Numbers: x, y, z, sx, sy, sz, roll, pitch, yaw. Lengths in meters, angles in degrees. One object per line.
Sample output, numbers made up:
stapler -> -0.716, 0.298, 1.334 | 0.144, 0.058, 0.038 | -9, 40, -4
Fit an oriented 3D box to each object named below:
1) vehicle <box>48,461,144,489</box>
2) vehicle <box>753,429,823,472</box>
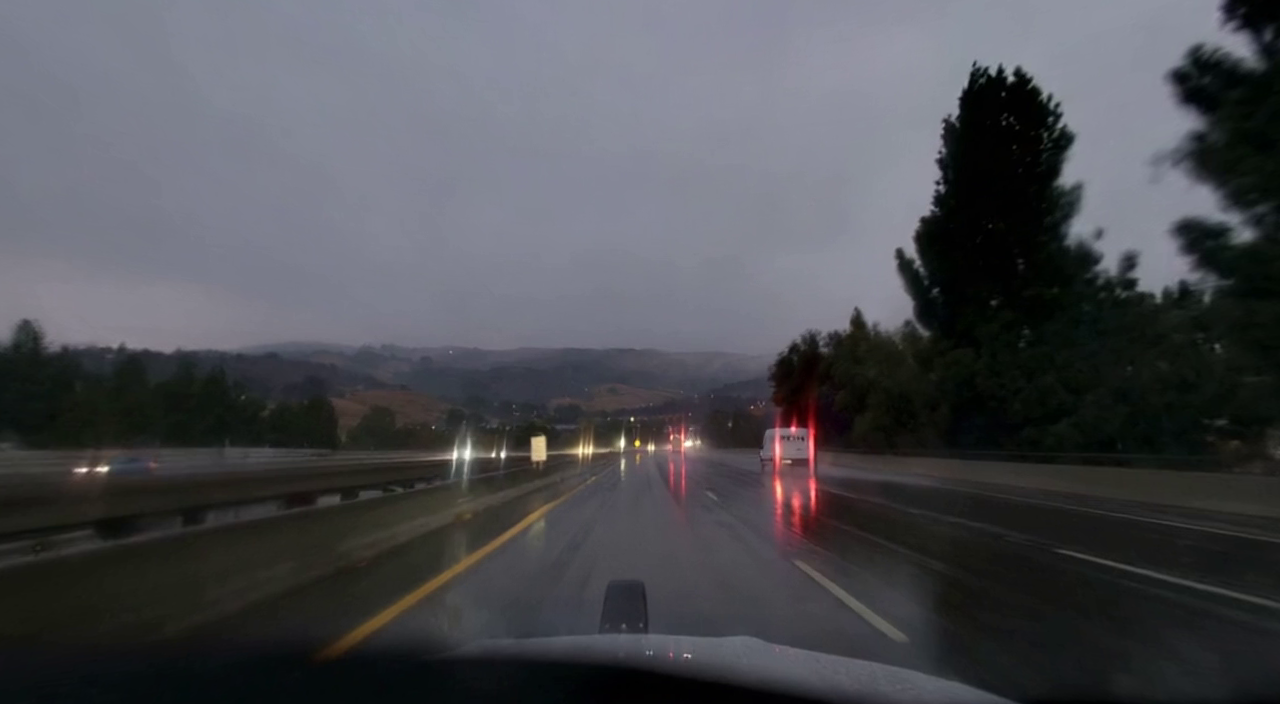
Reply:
vehicle -> -35.373, 7.978, 41.191 | 1.933, 1.536, 4.882 | 0, -8, -1
vehicle -> 7.658, 5.178, 33.302 | 2.275, 2.059, 5.543 | 0, -8, -1
